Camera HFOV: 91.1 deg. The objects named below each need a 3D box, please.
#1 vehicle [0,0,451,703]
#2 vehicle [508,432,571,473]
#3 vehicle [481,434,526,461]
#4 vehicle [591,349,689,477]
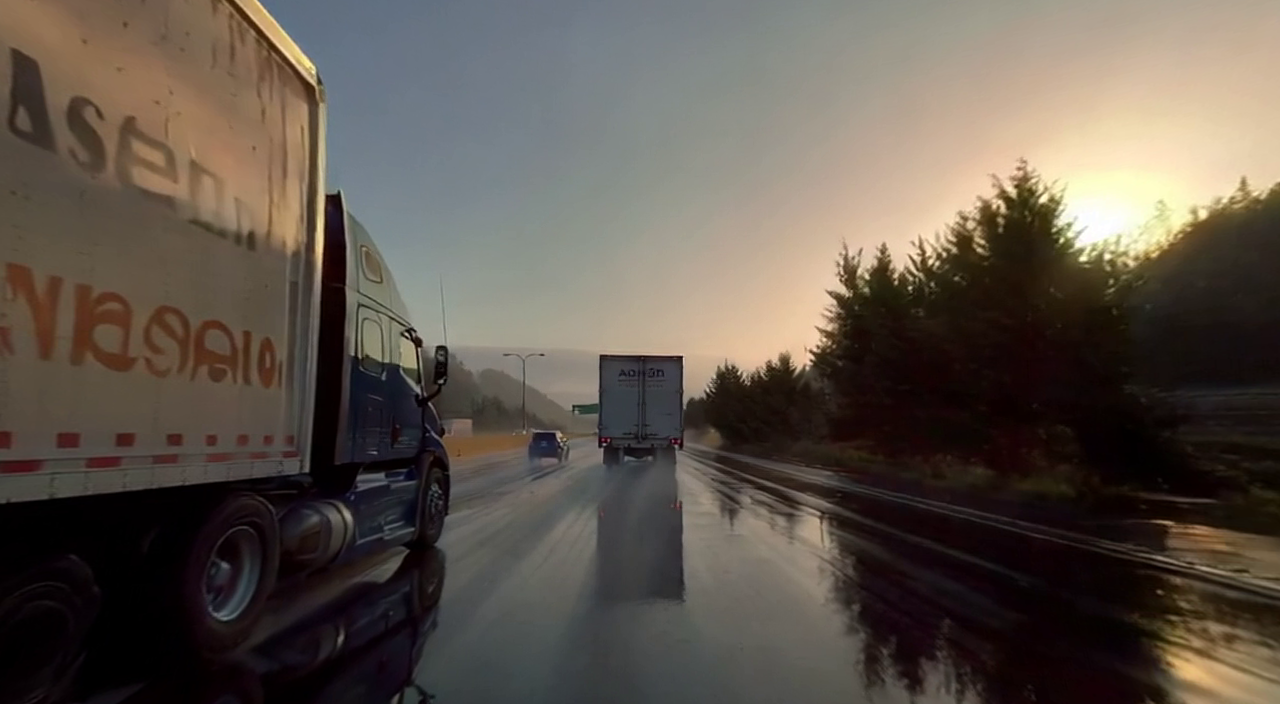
[{"bbox_3d":[-4.041,0.093,5.762,3.007,4.031,6.044,1,-7,-4],"label":"vehicle"},{"bbox_3d":[-3.936,3.982,25.250,1.933,1.492,3.838,0,-8,-1],"label":"vehicle"},{"bbox_3d":[-7.883,5.513,36.594,1.828,1.470,4.079,0,-8,-2],"label":"vehicle"},{"bbox_3d":[-0.168,2.671,25.617,3.118,4.106,10.719,0,-8,-2],"label":"vehicle"}]
